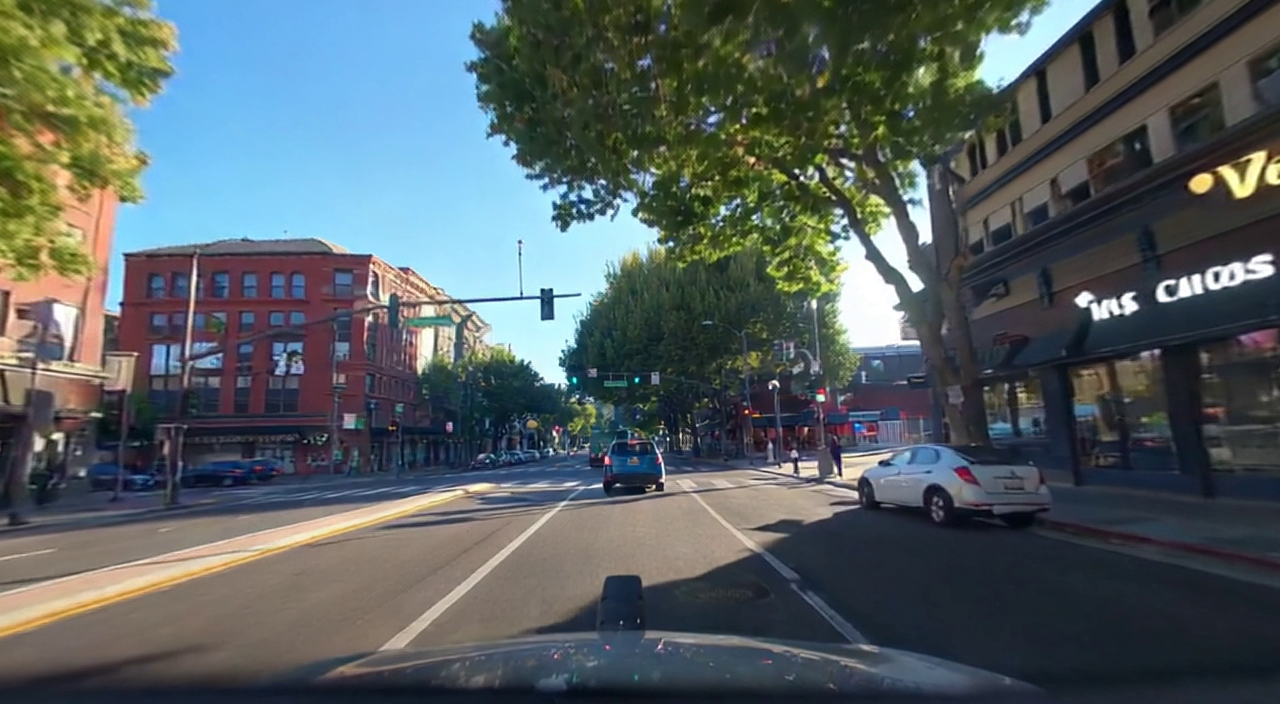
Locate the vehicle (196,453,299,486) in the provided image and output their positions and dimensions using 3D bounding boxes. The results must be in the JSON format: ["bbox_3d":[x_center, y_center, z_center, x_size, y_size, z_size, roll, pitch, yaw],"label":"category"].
[{"bbox_3d":[-21.863,6.520,35.273,4.427,1.757,2.125,-1,-9,9],"label":"vehicle"}]

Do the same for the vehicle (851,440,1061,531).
[{"bbox_3d":[6.059,2.579,12.832,1.986,1.515,4.265,0,-9,-1],"label":"vehicle"}]

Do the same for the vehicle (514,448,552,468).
[{"bbox_3d":[-8.398,8.374,49.961,2.152,1.468,4.737,0,-9,0],"label":"vehicle"}]

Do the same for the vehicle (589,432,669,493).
[{"bbox_3d":[-0.367,3.654,21.224,2.382,1.796,4.610,0,-9,-1],"label":"vehicle"}]

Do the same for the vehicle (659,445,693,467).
[{"bbox_3d":[2.608,7.647,46.580,2.209,1.478,4.138,0,-9,-1],"label":"vehicle"}]
